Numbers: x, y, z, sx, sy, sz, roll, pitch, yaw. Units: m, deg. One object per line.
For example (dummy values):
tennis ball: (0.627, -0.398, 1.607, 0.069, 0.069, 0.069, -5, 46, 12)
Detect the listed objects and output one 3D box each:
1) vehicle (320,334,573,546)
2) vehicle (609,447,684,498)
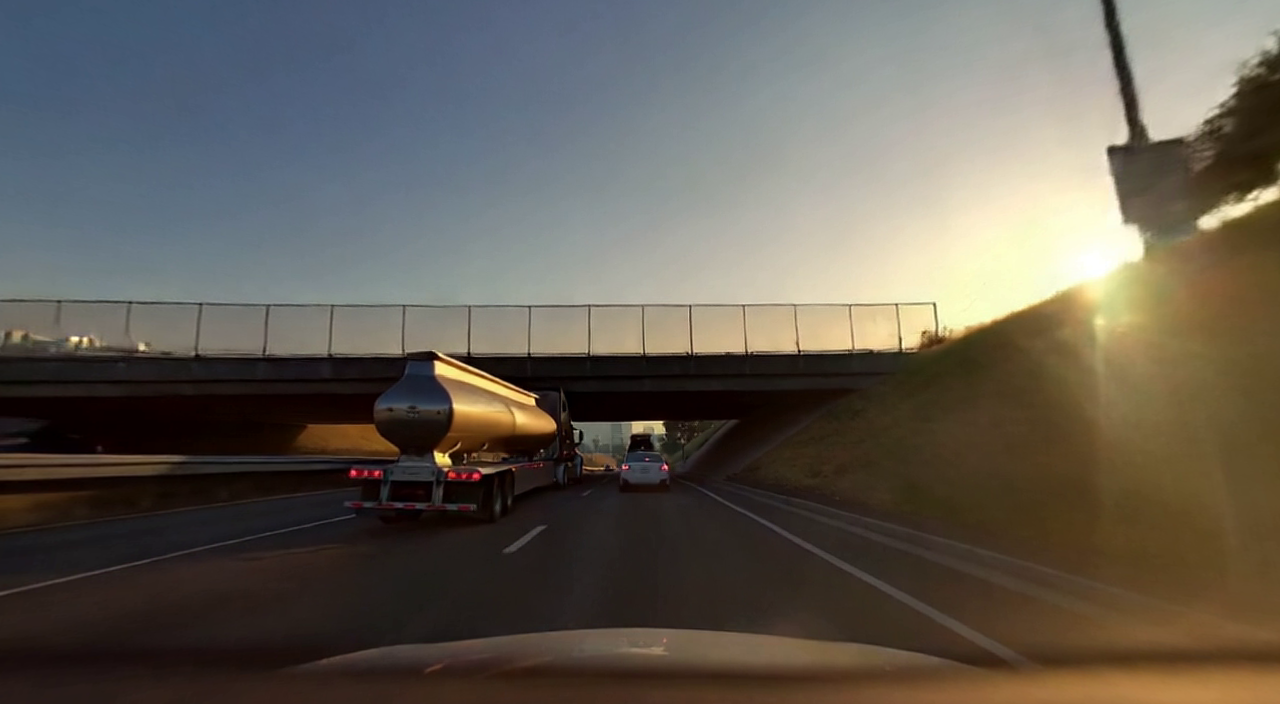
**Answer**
vehicle: (-4.014, 2.548, 18.016, 2.896, 3.563, 14.643, 0, -9, -1)
vehicle: (0.158, 3.901, 20.888, 2.215, 1.481, 4.246, 0, -9, -1)
